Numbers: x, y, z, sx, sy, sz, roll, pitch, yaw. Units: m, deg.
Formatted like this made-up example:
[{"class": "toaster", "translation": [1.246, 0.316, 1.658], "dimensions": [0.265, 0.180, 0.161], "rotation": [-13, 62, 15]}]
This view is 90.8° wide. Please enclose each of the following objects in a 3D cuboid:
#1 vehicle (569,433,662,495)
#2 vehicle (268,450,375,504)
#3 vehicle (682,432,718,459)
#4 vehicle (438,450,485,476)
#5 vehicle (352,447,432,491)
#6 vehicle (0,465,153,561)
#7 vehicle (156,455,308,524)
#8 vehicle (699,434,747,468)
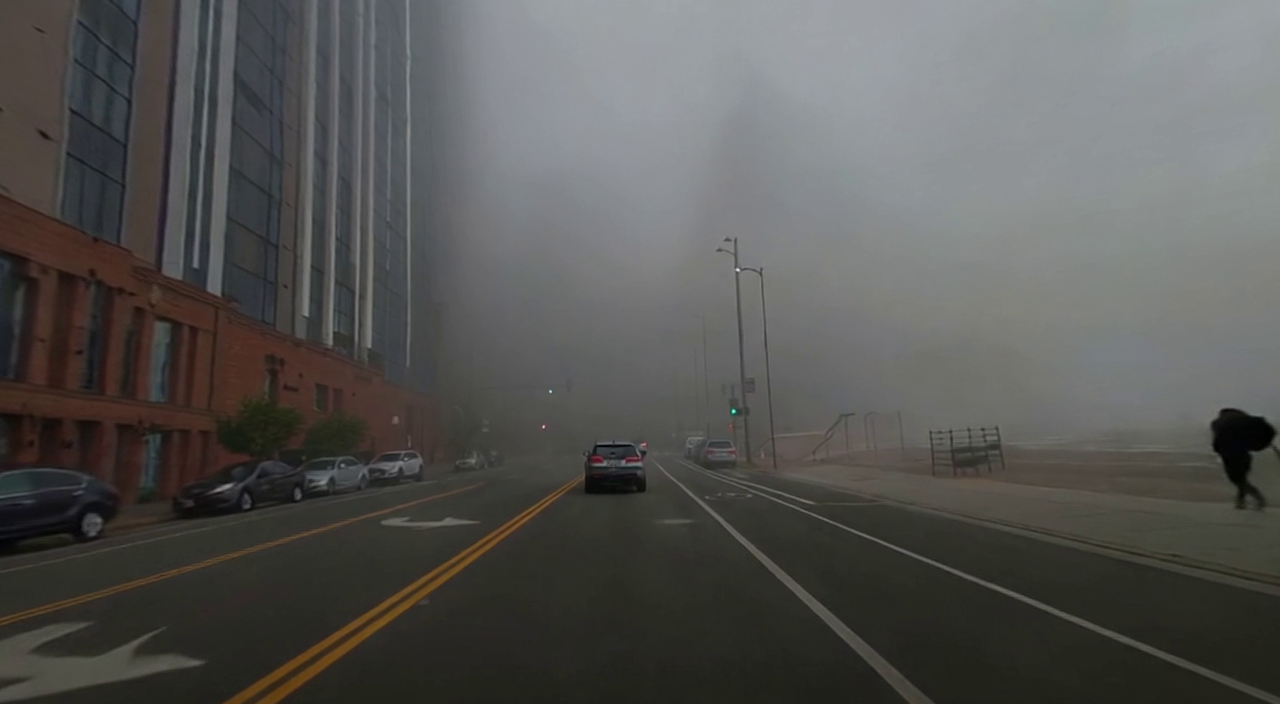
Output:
[{"class": "vehicle", "translation": [-0.609, 3.037, 17.441], "dimensions": [2.269, 1.479, 3.980], "rotation": [0, -8, 0]}, {"class": "vehicle", "translation": [-12.235, 4.785, 24.641], "dimensions": [1.945, 1.712, 4.648], "rotation": [-3, -8, -2]}, {"class": "vehicle", "translation": [4.396, 6.948, 46.981], "dimensions": [1.972, 1.822, 4.889], "rotation": [-3, -8, -1]}, {"class": "vehicle", "translation": [-12.330, 7.638, 43.869], "dimensions": [1.968, 1.469, 4.523], "rotation": [-3, -8, -1]}, {"class": "vehicle", "translation": [-12.037, 5.674, 31.025], "dimensions": [2.090, 1.784, 4.832], "rotation": [-4, -8, -2]}, {"class": "vehicle", "translation": [-11.790, 2.923, 11.495], "dimensions": [1.991, 1.507, 4.879], "rotation": [-2, -8, 0]}, {"class": "vehicle", "translation": [-12.087, 4.034, 19.068], "dimensions": [1.976, 1.577, 4.091], "rotation": [-6, -8, -1]}, {"class": "vehicle", "translation": [4.381, 5.318, 34.116], "dimensions": [1.924, 1.645, 4.528], "rotation": [-1, -8, 0]}]
